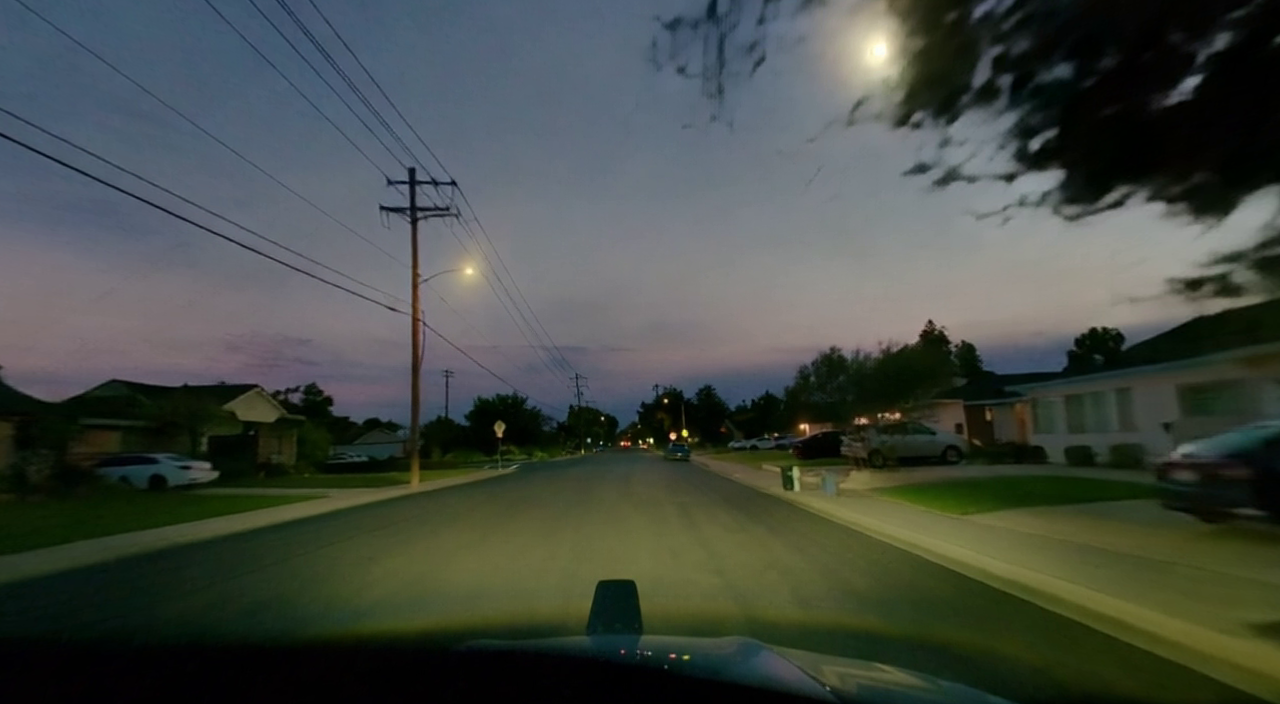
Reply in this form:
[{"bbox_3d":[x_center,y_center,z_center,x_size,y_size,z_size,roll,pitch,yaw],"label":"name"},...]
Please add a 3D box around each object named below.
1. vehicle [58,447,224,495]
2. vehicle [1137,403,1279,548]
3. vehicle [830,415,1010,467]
[{"bbox_3d":[-17.904,4.256,22.828,4.304,1.643,1.969,0,-8,1],"label":"vehicle"},{"bbox_3d":[9.249,1.370,7.741,4.575,1.569,1.924,-3,-8,1],"label":"vehicle"},{"bbox_3d":[11.048,3.568,25.299,5.968,1.963,2.573,1,-8,-3],"label":"vehicle"}]
